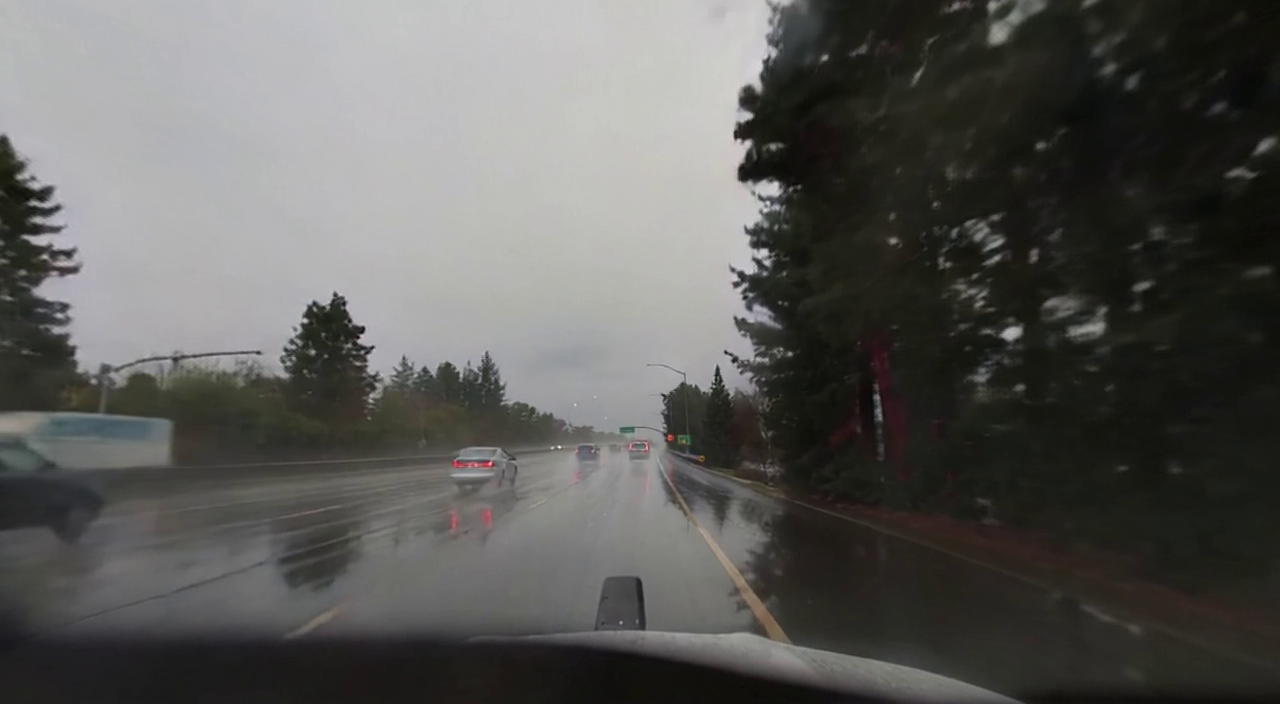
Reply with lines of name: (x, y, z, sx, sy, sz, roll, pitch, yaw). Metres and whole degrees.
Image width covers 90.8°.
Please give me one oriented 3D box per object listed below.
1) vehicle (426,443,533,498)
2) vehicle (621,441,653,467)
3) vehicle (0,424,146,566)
vehicle: (-5.118, 3.818, 20.911, 2.102, 1.562, 4.884, -1, -9, 2)
vehicle: (-0.210, 7.446, 46.152, 2.179, 1.742, 4.396, -1, -9, 0)
vehicle: (-9.259, 1.837, 8.041, 2.091, 1.795, 4.617, -1, -9, 2)
